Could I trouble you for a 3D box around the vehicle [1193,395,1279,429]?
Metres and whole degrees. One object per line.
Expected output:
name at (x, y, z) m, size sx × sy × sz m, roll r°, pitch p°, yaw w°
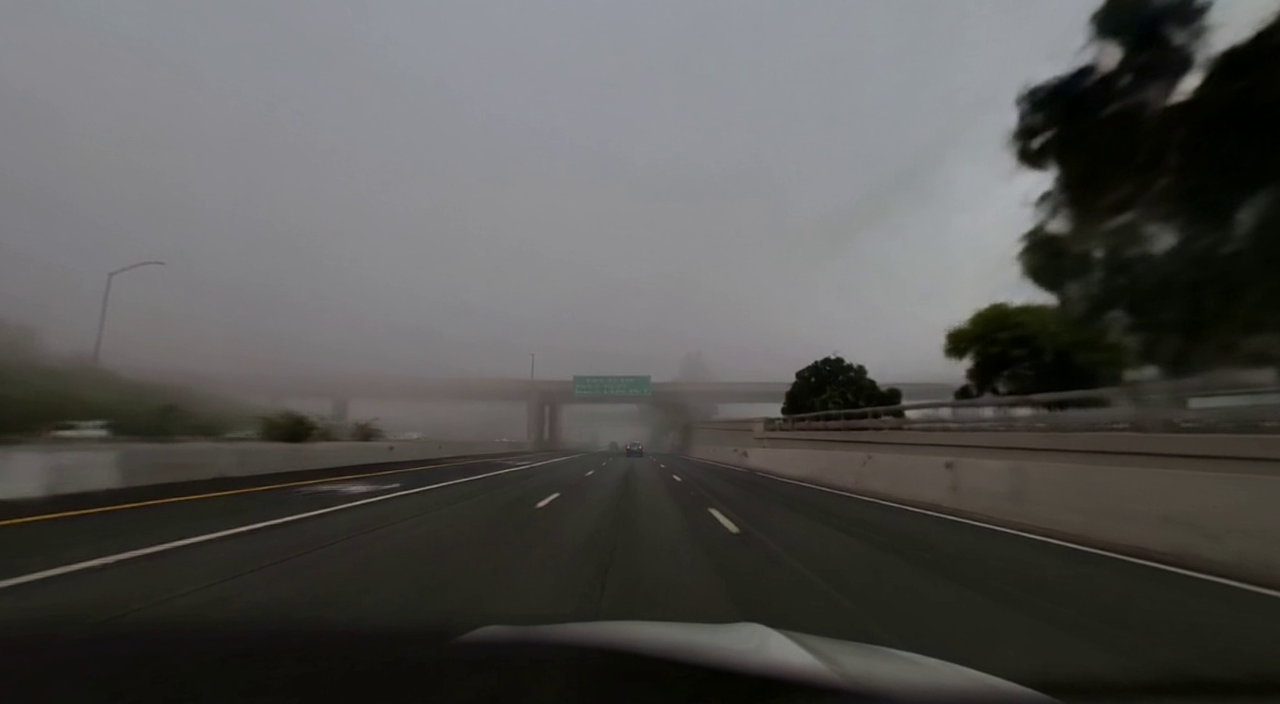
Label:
vehicle at (46.426, 4.740, 48.734) m, size 2.307 × 2.263 × 6.123 m, roll -1°, pitch -9°, yaw 9°
